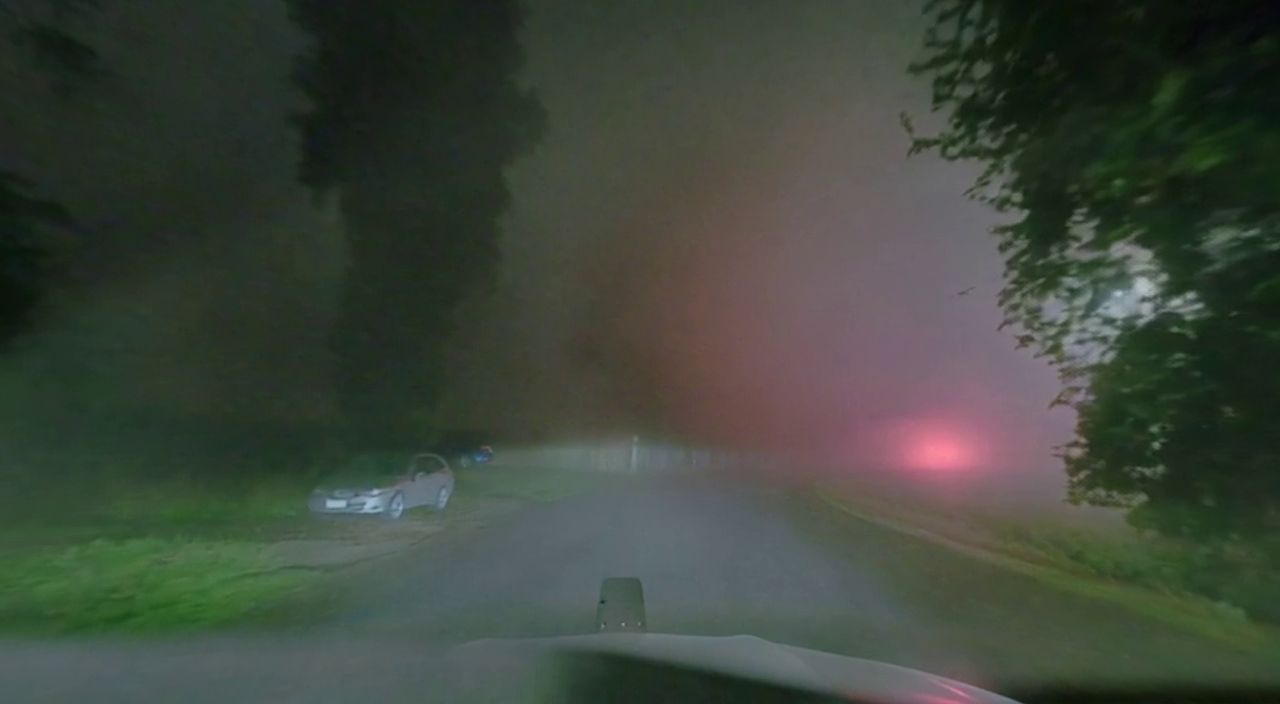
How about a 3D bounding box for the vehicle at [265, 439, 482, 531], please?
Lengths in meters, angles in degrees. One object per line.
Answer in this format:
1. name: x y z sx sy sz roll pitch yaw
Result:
1. vehicle: -5.115 2.650 13.037 2.166 1.512 4.822 0 -9 3
